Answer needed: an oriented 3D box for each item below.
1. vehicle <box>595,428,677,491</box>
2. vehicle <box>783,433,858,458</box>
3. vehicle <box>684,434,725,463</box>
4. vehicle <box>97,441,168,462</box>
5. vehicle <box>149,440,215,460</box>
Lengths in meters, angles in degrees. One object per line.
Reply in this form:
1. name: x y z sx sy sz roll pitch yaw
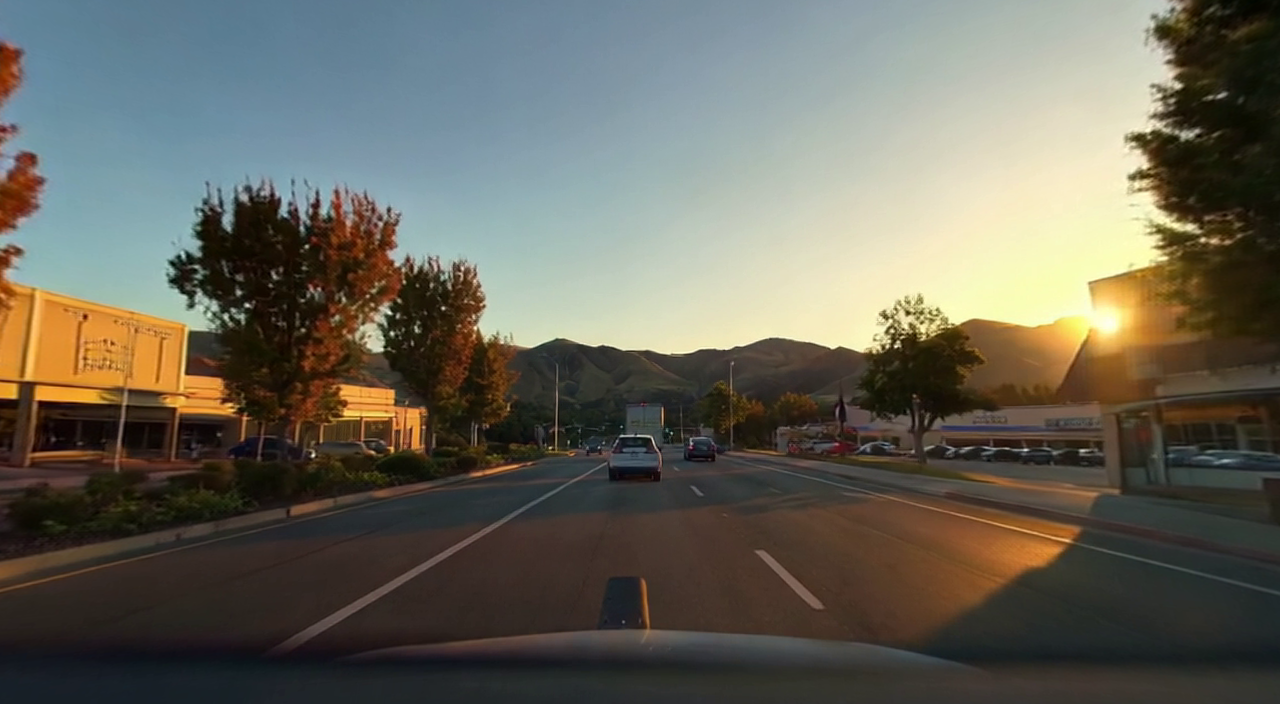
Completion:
1. vehicle: -0.109 3.148 18.689 2.193 1.651 3.946 0 -8 0
2. vehicle: 13.183 6.841 46.027 4.887 1.734 2.014 0 -8 2
3. vehicle: 3.897 5.952 38.744 2.088 1.655 4.360 0 -8 0
4. vehicle: -36.827 7.215 45.676 3.640 1.447 1.788 4 -9 -27
5. vehicle: -35.856 7.649 49.212 3.714 1.510 1.917 4 -9 -22
